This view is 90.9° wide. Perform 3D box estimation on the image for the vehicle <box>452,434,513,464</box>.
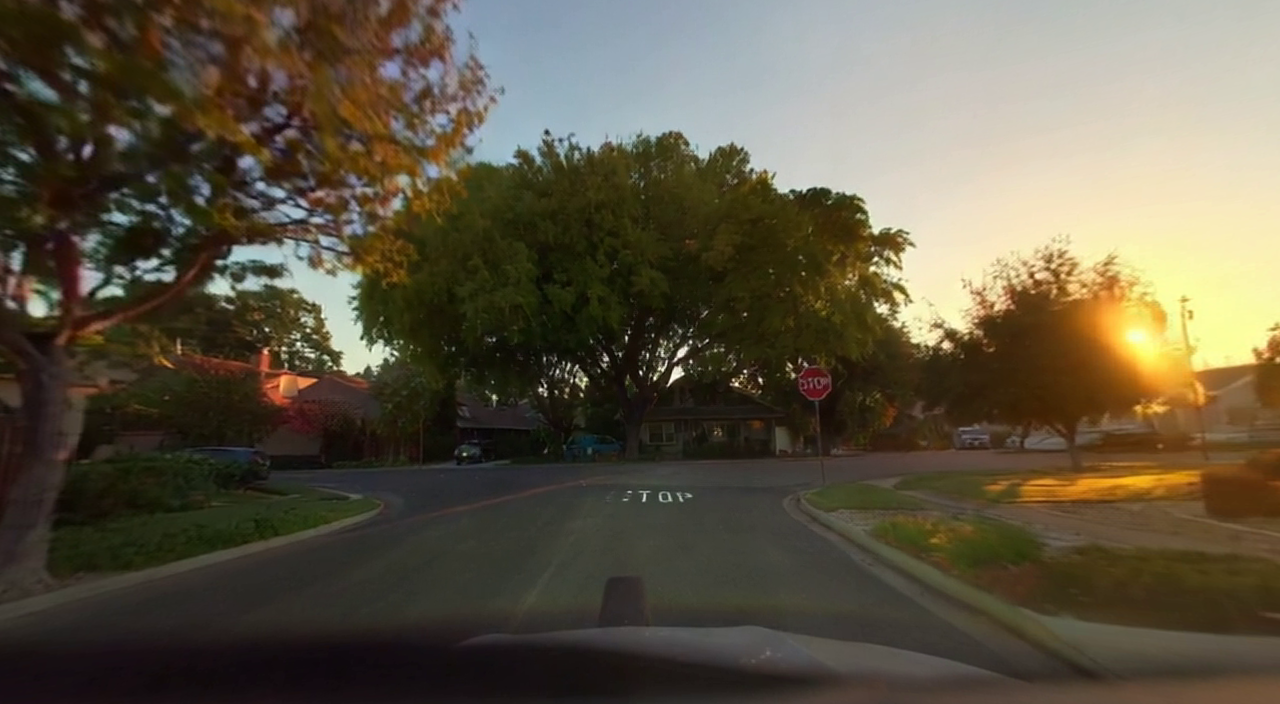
[{"bbox_3d":[-9.764,6.029,39.384,1.883,1.732,4.038,-2,-8,16],"label":"vehicle"}]
